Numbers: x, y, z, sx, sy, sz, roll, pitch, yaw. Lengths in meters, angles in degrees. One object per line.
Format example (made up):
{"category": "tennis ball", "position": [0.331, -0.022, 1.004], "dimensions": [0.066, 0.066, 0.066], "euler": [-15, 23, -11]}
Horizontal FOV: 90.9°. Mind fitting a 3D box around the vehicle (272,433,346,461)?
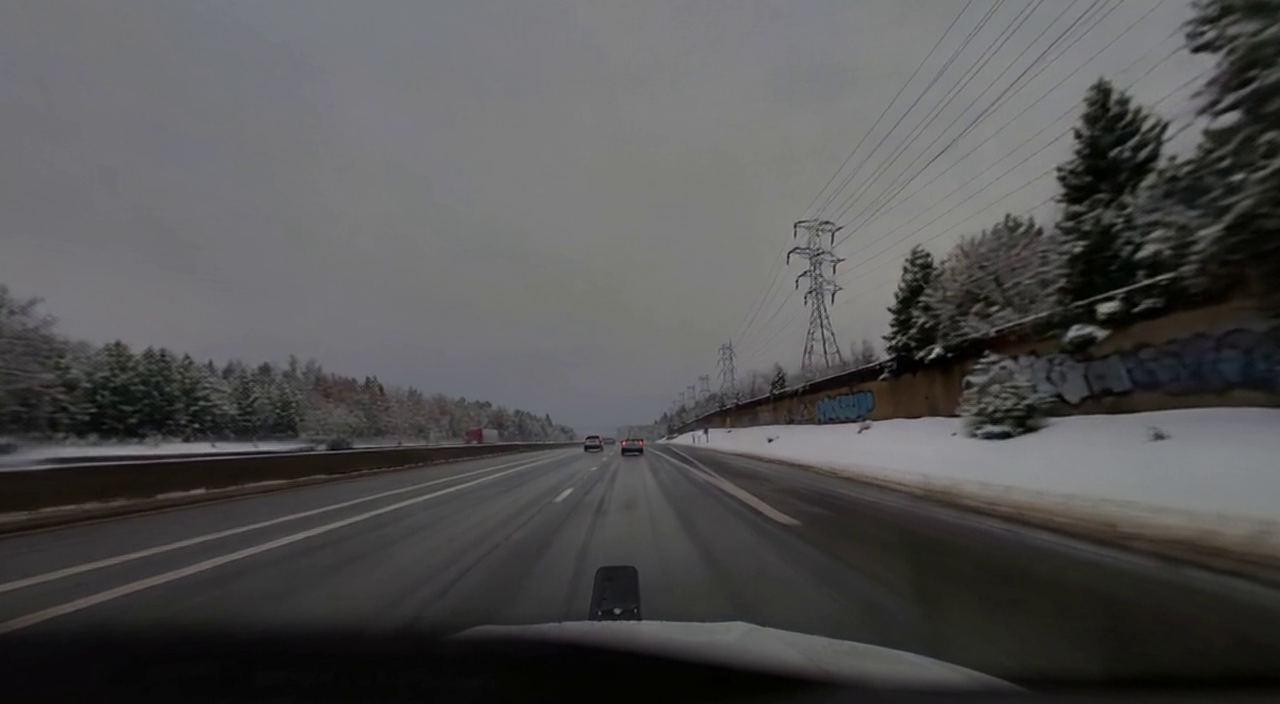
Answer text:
{"category": "vehicle", "position": [-18.853, 5.404, 36.128], "dimensions": [1.822, 1.474, 4.426], "euler": [0, -8, 0]}
